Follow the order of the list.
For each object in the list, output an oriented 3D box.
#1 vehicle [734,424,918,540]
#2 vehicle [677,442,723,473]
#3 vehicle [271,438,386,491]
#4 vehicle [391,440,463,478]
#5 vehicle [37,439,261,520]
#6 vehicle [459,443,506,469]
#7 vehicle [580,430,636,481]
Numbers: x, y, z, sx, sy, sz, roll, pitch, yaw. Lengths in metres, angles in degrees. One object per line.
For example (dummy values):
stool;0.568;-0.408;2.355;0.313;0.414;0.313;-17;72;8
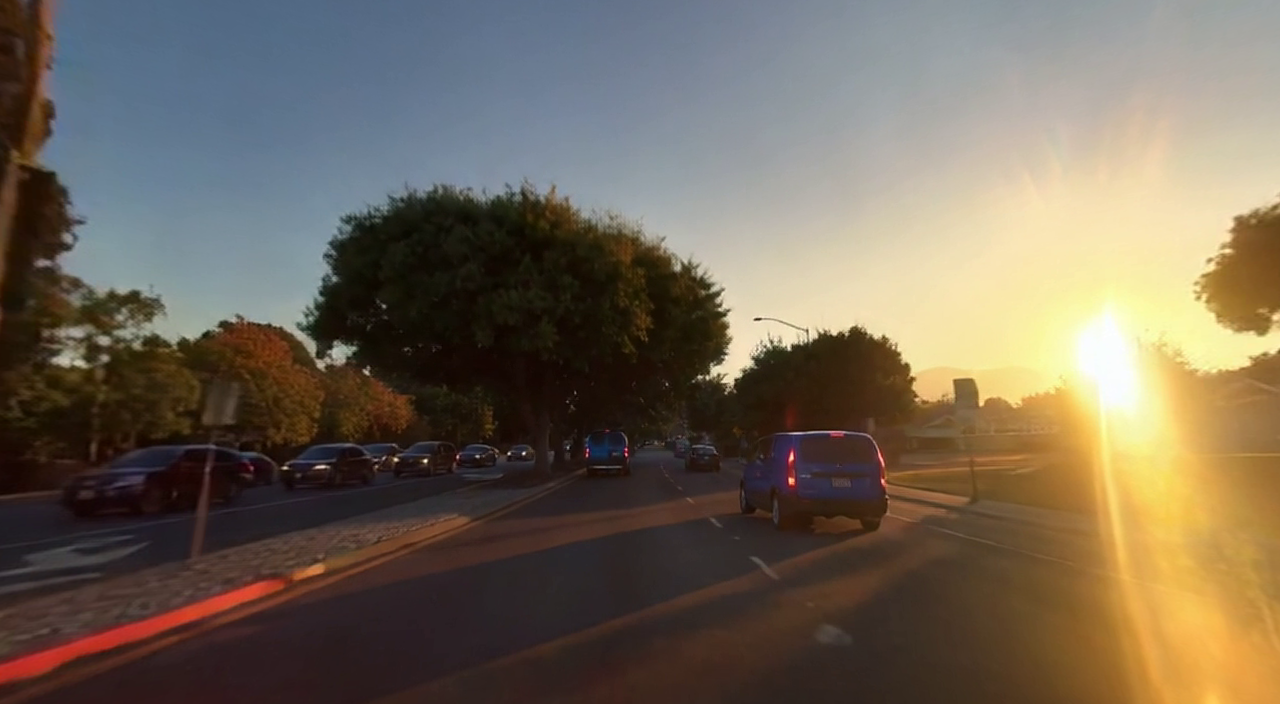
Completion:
vehicle;3.037;2.218;11.359;1.965;1.671;4.146;0;-9;-1
vehicle;3.455;6.215;37.350;2.248;1.692;4.252;0;-9;-1
vehicle;-10.936;3.965;22.546;1.988;1.689;4.047;0;-9;1
vehicle;-11.073;5.576;33.273;2.091;1.806;4.859;0;-9;0
vehicle;-11.232;2.912;14.941;1.956;1.625;4.123;0;-9;0
vehicle;-11.204;7.410;45.213;2.192;1.754;4.569;0;-9;0
vehicle;-1.303;4.568;28.051;2.228;2.054;4.309;0;-9;1
